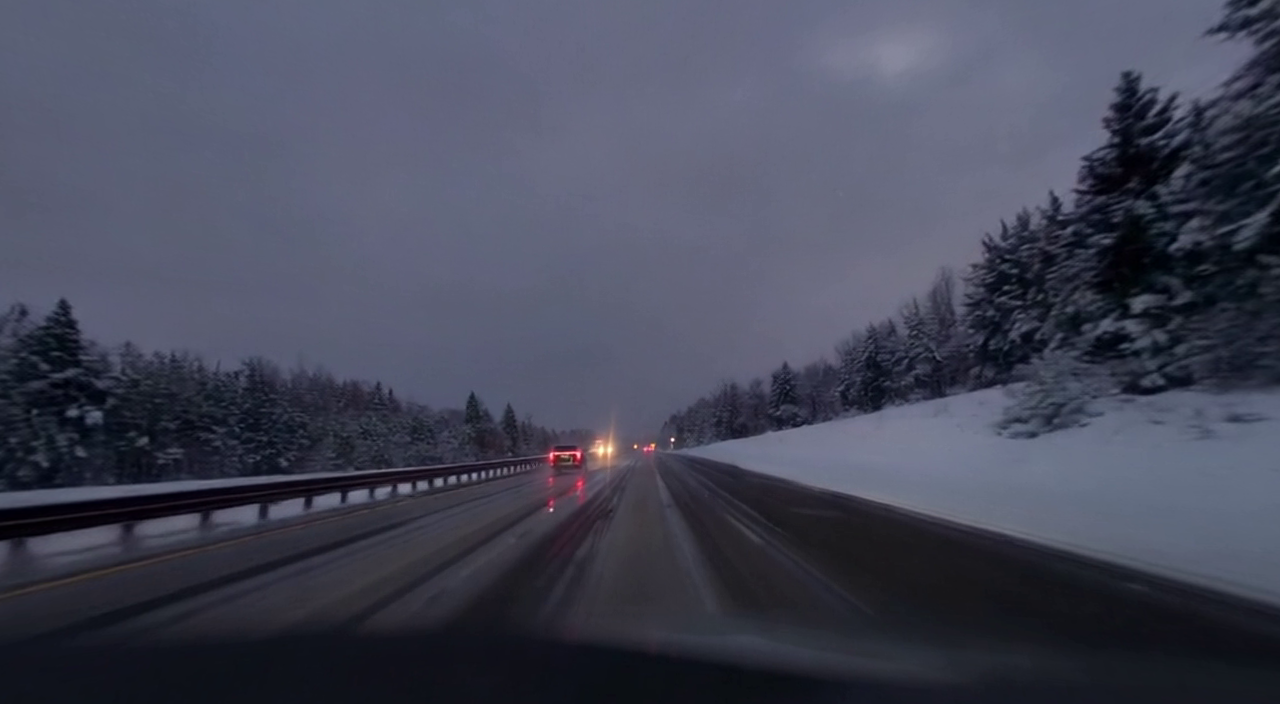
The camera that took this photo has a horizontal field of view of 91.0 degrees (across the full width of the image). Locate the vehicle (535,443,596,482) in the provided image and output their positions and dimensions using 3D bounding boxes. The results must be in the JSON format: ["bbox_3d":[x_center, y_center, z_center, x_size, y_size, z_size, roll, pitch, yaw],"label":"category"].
[{"bbox_3d":[-3.074,4.639,26.833,2.050,1.530,4.144,0,-8,1],"label":"vehicle"}]
